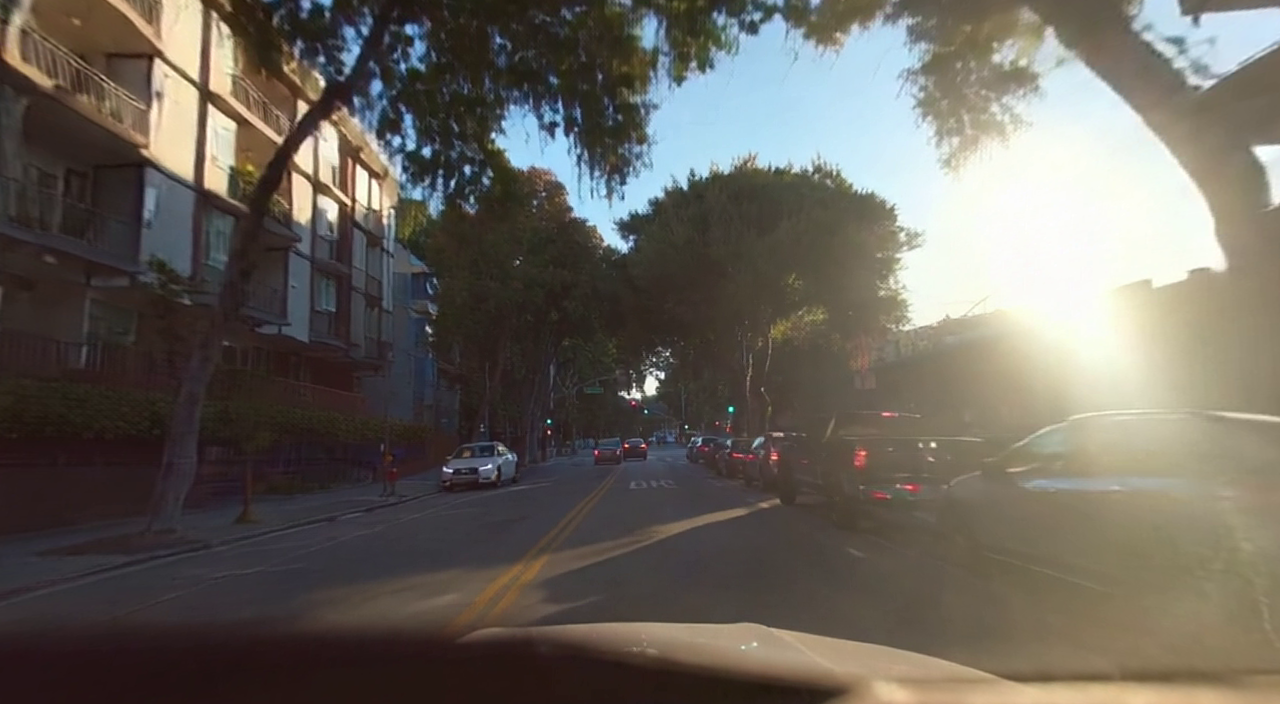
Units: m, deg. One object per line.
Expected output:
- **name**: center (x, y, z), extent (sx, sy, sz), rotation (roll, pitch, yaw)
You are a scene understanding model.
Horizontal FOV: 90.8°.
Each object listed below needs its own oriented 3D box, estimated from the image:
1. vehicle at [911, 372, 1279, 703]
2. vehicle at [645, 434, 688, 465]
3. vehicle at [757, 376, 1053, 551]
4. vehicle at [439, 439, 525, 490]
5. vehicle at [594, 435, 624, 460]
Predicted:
- **vehicle**: center (3.951, 1.164, 4.772), extent (1.871, 1.603, 4.161), rotation (0, -8, -1)
- **vehicle**: center (1.572, 5.585, 36.197), extent (2.111, 1.619, 4.077), rotation (-1, -9, 7)
- **vehicle**: center (3.641, 1.725, 10.369), extent (2.356, 2.043, 5.791), rotation (0, -8, 0)
- **vehicle**: center (-5.913, 4.248, 24.268), extent (2.013, 1.772, 4.439), rotation (-1, -8, 2)
- **vehicle**: center (-2.266, 7.089, 46.923), extent (1.979, 1.723, 3.849), rotation (0, -8, 1)
